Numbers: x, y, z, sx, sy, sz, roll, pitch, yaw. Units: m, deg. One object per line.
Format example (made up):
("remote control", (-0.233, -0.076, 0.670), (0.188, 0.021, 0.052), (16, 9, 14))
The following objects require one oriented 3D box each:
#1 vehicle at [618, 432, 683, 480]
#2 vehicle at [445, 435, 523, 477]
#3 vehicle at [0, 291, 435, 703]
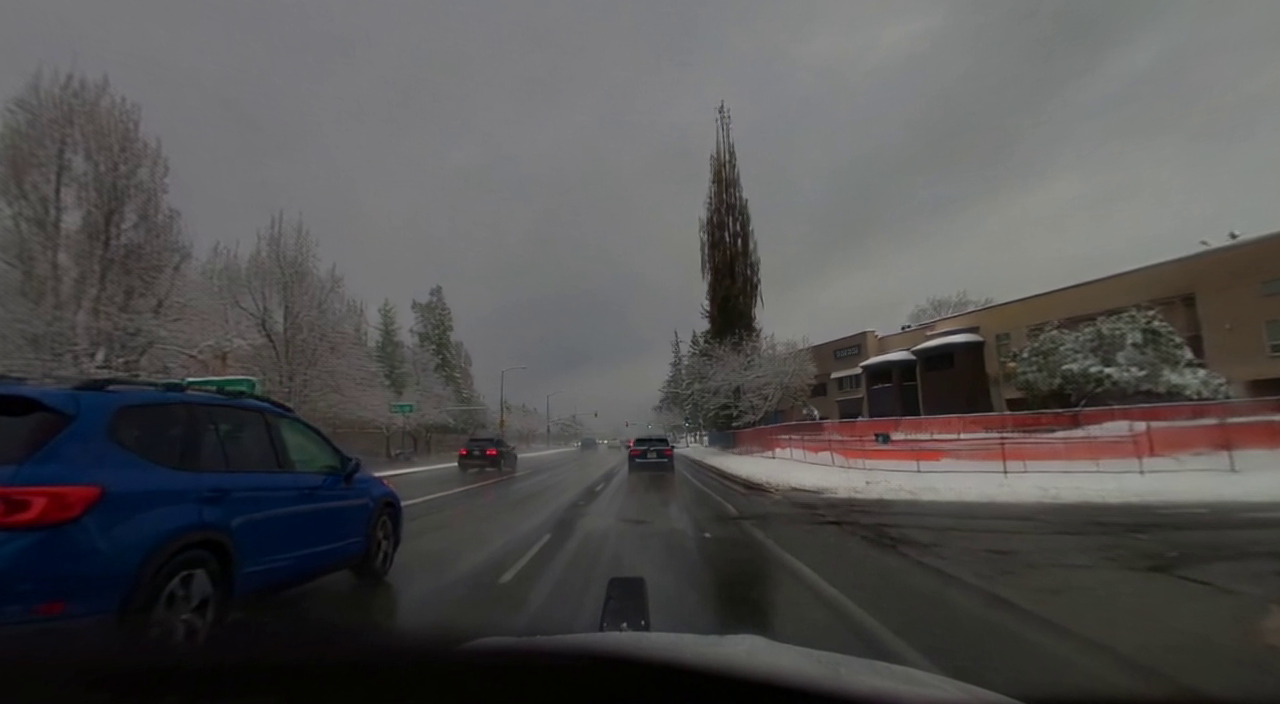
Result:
("vehicle", (0.376, 3.918, 23.985), (2.227, 1.654, 4.091), (0, -8, 0))
("vehicle", (-6.060, 4.095, 25.033), (1.877, 1.479, 4.430), (0, -8, 2))
("vehicle", (-3.422, 1.007, 4.459), (2.157, 1.824, 4.986), (0, -8, 1))
